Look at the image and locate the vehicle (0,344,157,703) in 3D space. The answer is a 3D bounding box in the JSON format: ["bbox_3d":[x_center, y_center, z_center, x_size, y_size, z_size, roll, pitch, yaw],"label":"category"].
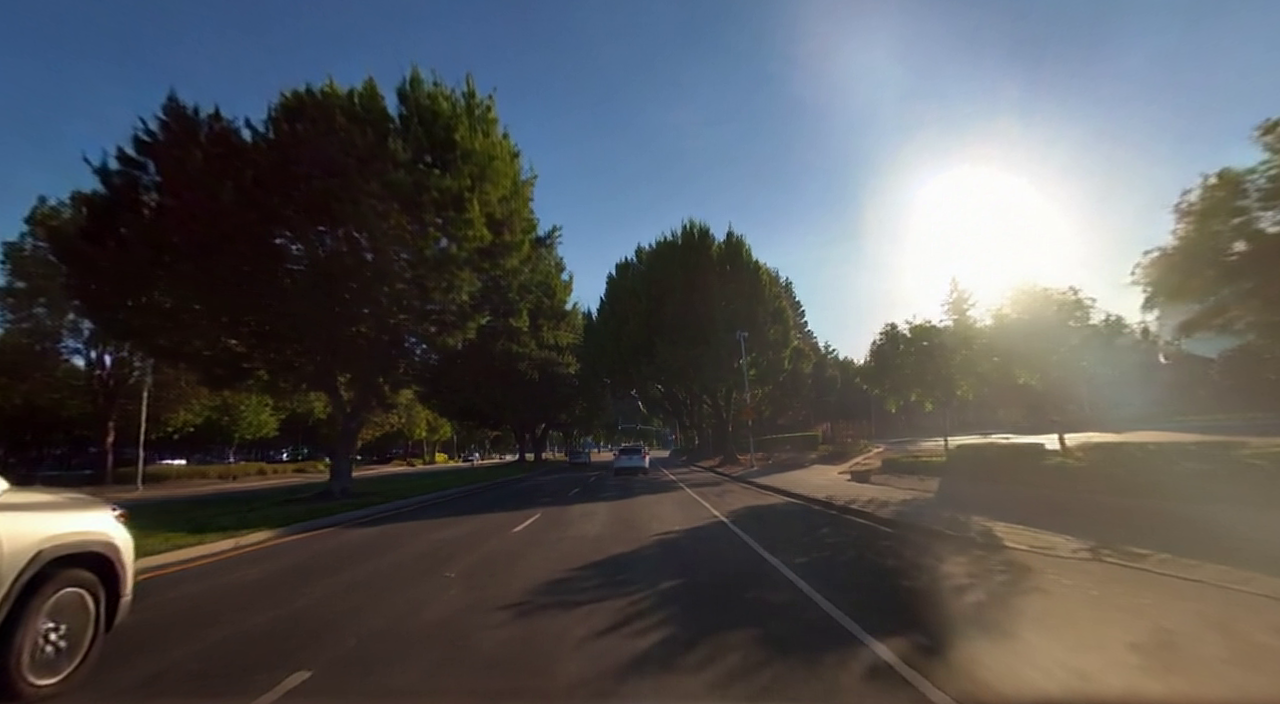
[{"bbox_3d":[-4.043,0.643,1.735,1.860,1.741,4.479,0,-8,0],"label":"vehicle"}]

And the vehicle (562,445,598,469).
[{"bbox_3d":[-3.962,6.994,42.217,1.936,1.538,4.016,0,-8,1],"label":"vehicle"}]

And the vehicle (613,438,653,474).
[{"bbox_3d":[-0.362,5.471,33.385,2.018,1.769,3.897,0,-8,-1],"label":"vehicle"}]
